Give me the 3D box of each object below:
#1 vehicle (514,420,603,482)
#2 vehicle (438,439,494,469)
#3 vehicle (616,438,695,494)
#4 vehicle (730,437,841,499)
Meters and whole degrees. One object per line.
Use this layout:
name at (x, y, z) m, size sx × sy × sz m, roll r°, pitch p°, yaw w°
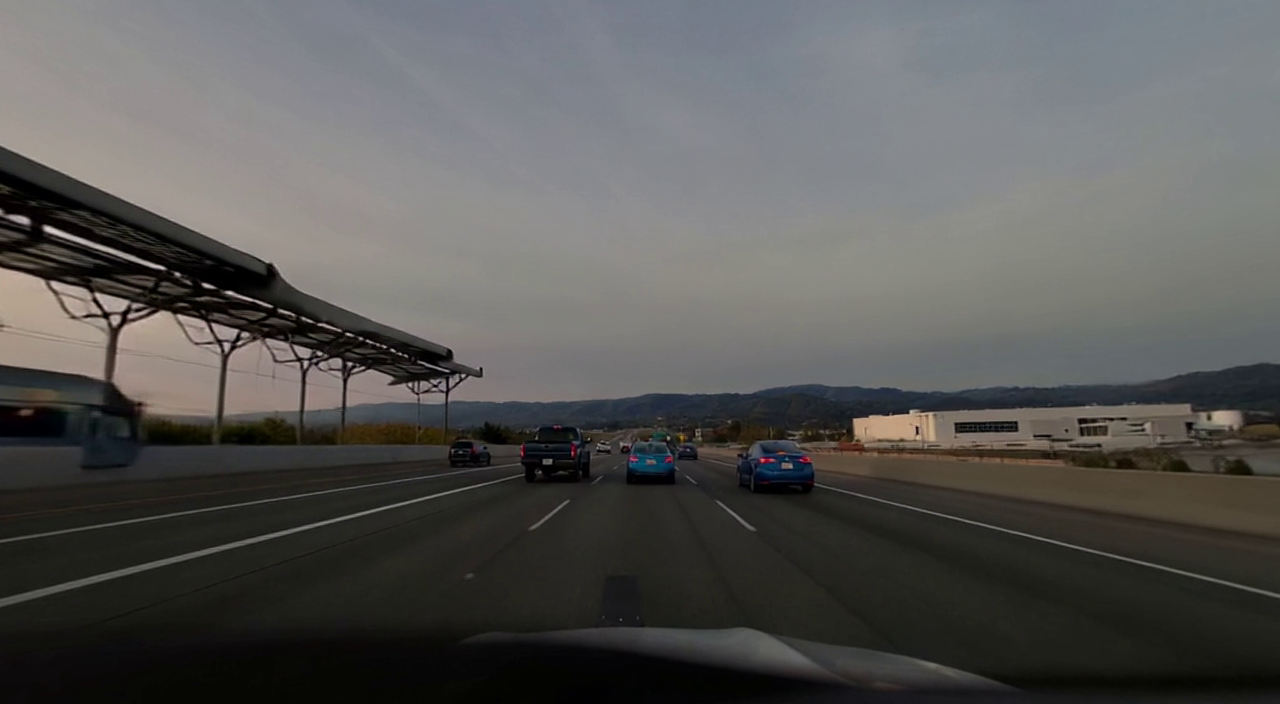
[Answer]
vehicle at (-3.152, 4.083, 26.244) m, size 2.733 × 2.230 × 6.820 m, roll 0°, pitch -9°, yaw 1°
vehicle at (-10.800, 6.365, 39.381) m, size 2.137 × 1.728 × 4.665 m, roll 0°, pitch -9°, yaw 0°
vehicle at (0.421, 3.441, 19.362) m, size 2.171 × 1.493 × 4.081 m, roll 0°, pitch -9°, yaw 0°
vehicle at (3.972, 3.258, 18.117) m, size 2.023 × 1.510 × 4.773 m, roll 0°, pitch -9°, yaw -1°
